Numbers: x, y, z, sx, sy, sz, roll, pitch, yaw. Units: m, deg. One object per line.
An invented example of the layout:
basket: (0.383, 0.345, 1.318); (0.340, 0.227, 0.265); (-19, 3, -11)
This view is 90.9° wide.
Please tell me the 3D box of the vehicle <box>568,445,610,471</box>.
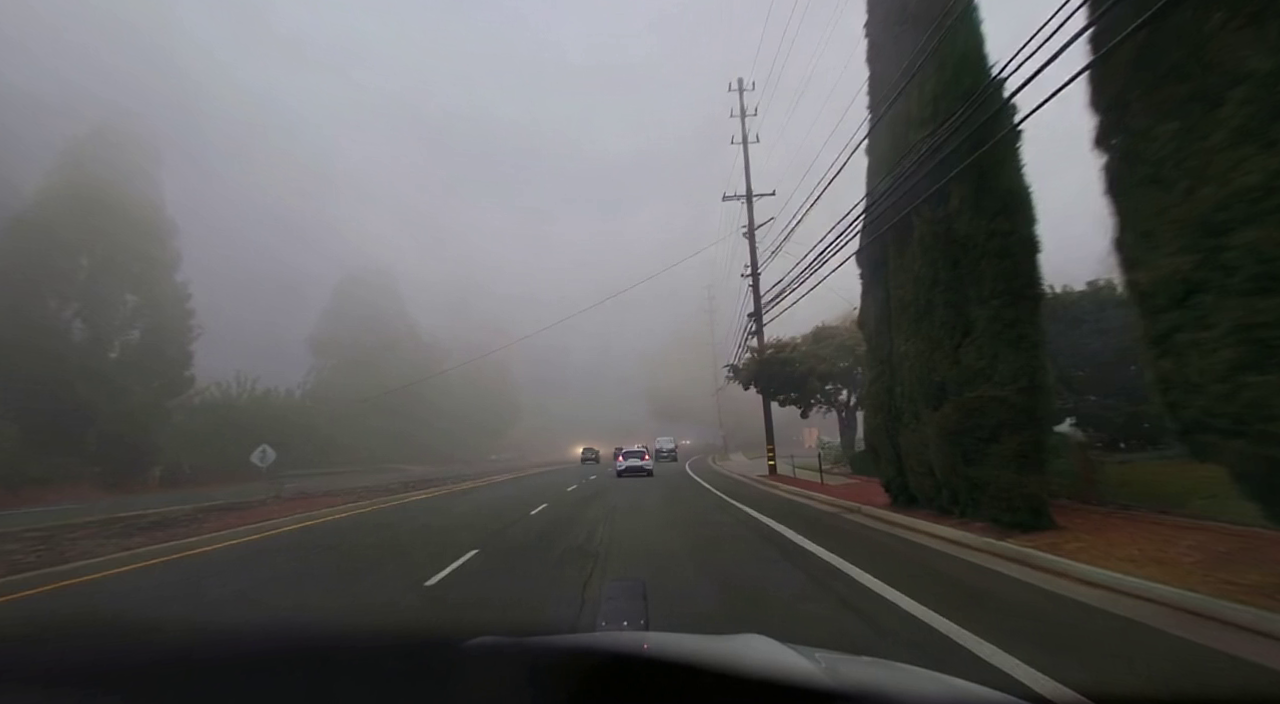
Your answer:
vehicle: (-3.018, 6.357, 38.028); (1.983, 1.485, 4.159); (-1, -8, 3)

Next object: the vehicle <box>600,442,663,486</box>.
vehicle: (-0.220, 4.143, 23.656); (2.117, 1.474, 4.036); (-1, -8, 3)
